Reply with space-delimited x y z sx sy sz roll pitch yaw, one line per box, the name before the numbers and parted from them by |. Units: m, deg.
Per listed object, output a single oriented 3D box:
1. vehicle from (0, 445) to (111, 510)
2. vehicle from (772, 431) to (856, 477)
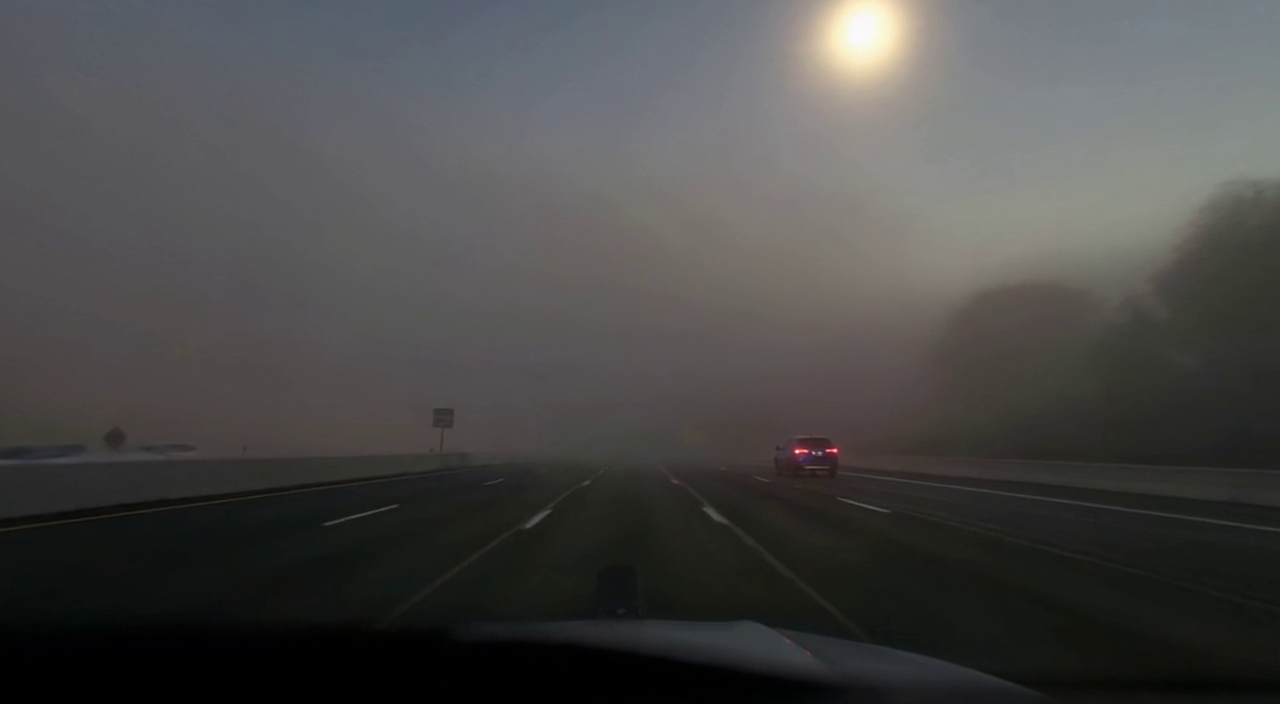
vehicle | -15.884 3.072 15.609 1.961 1.511 4.018 0 -9 1
vehicle | 7.030 4.193 26.009 2.091 1.711 4.383 0 -9 -2
